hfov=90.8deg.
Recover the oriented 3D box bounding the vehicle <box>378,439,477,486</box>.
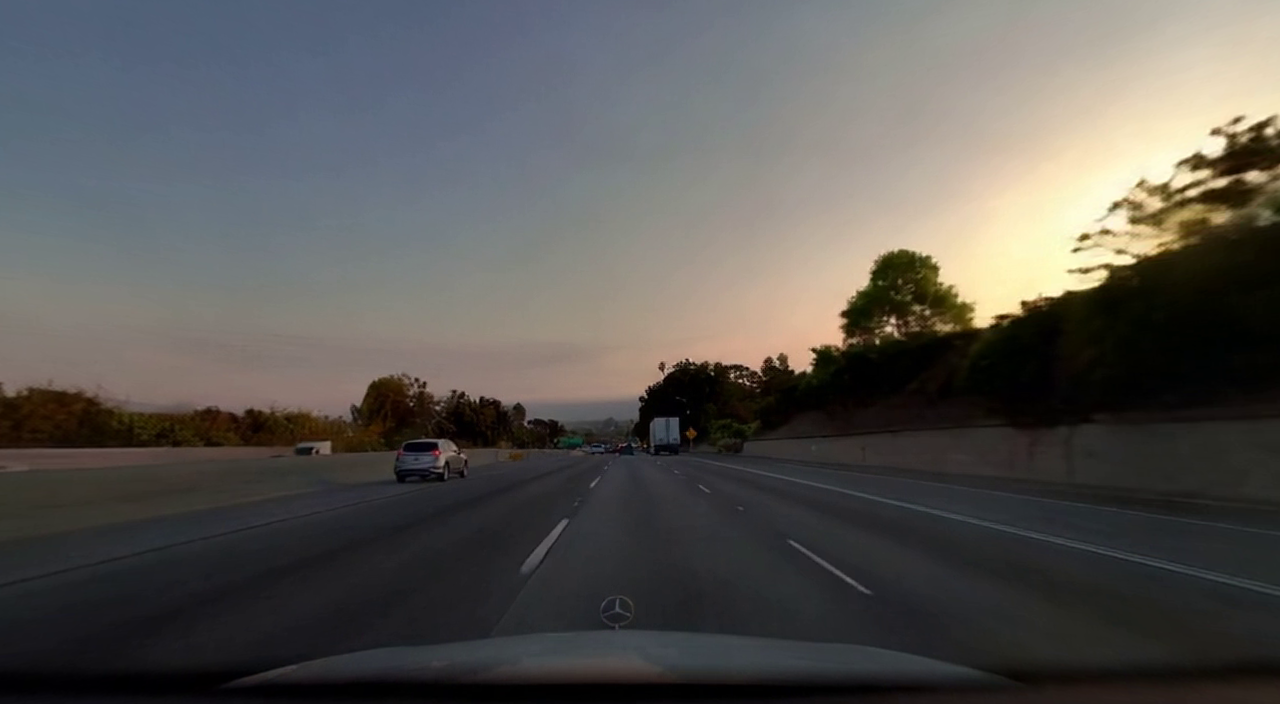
[{"bbox_3d":[-7.483,3.937,22.816,2.033,1.494,4.508,0,-9,0],"label":"vehicle"}]
